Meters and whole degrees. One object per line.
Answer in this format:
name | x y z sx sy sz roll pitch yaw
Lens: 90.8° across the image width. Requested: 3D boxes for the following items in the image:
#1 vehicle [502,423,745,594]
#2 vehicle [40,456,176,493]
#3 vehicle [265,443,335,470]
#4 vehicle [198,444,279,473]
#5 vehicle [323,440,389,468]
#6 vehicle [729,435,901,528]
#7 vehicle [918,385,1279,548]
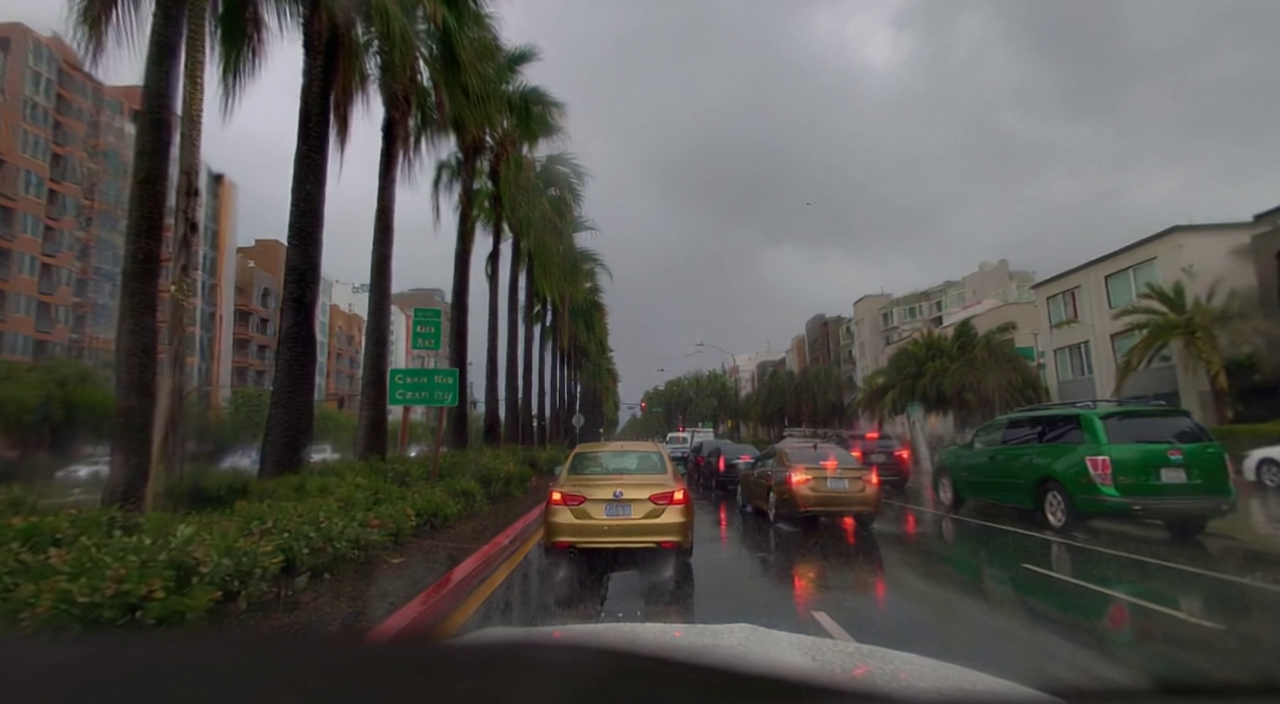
vehicle | -0.163 1.687 7.642 2.158 1.498 3.919 0 -8 0
vehicle | -23.685 5.440 28.442 1.972 1.425 4.765 0 -8 0
vehicle | -23.964 7.358 44.780 2.055 1.759 5.200 0 -8 1
vehicle | -28.304 7.493 44.818 2.115 1.884 5.481 0 -8 0
vehicle | -20.692 7.434 46.301 2.306 1.880 5.537 0 -8 0
vehicle | 3.088 2.377 12.252 1.925 1.451 4.436 0 -8 -2
vehicle | 7.207 1.876 10.921 2.254 2.072 5.577 0 -8 0
